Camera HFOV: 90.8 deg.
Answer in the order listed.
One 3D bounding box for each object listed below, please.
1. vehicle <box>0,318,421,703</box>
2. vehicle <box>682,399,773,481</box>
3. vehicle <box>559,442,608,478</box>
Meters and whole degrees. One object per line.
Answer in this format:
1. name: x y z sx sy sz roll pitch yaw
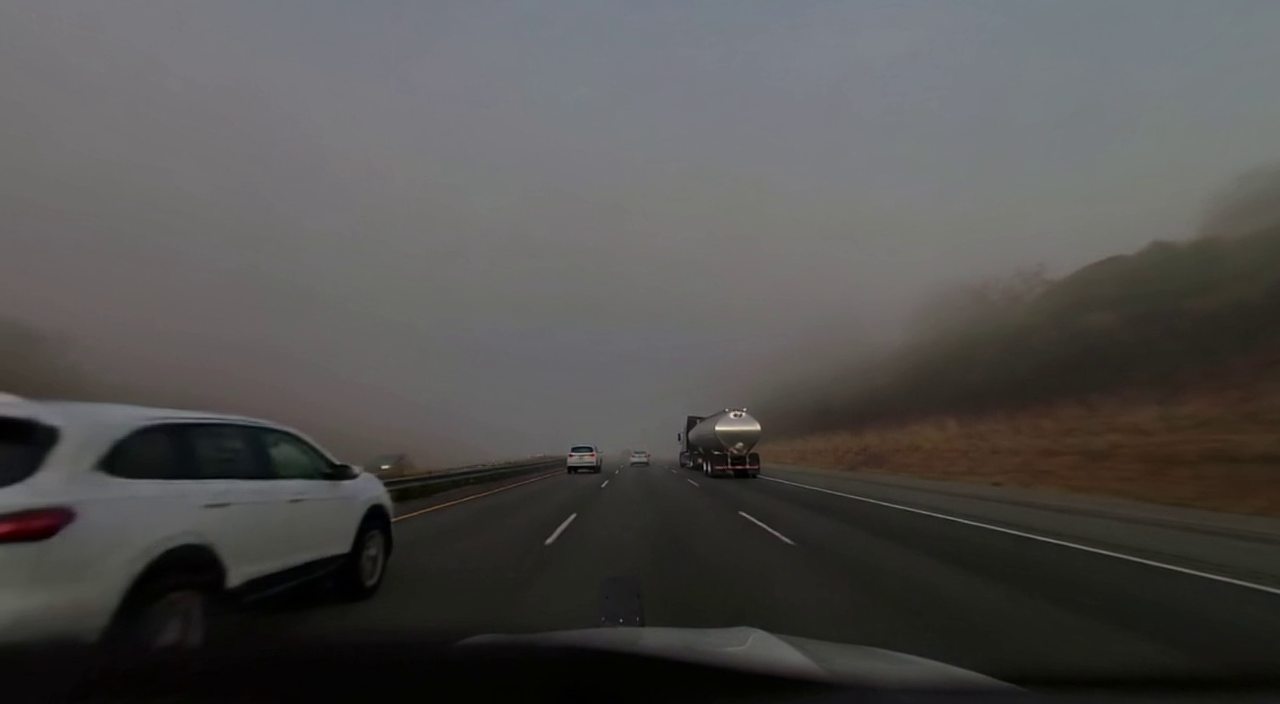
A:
1. vehicle: -3.117 0.995 3.423 2.249 1.710 4.580 0 -9 -1
2. vehicle: 4.353 4.983 35.150 2.889 3.606 13.832 0 -9 -1
3. vehicle: -3.043 5.926 34.799 2.258 1.805 4.665 -1 -9 0
